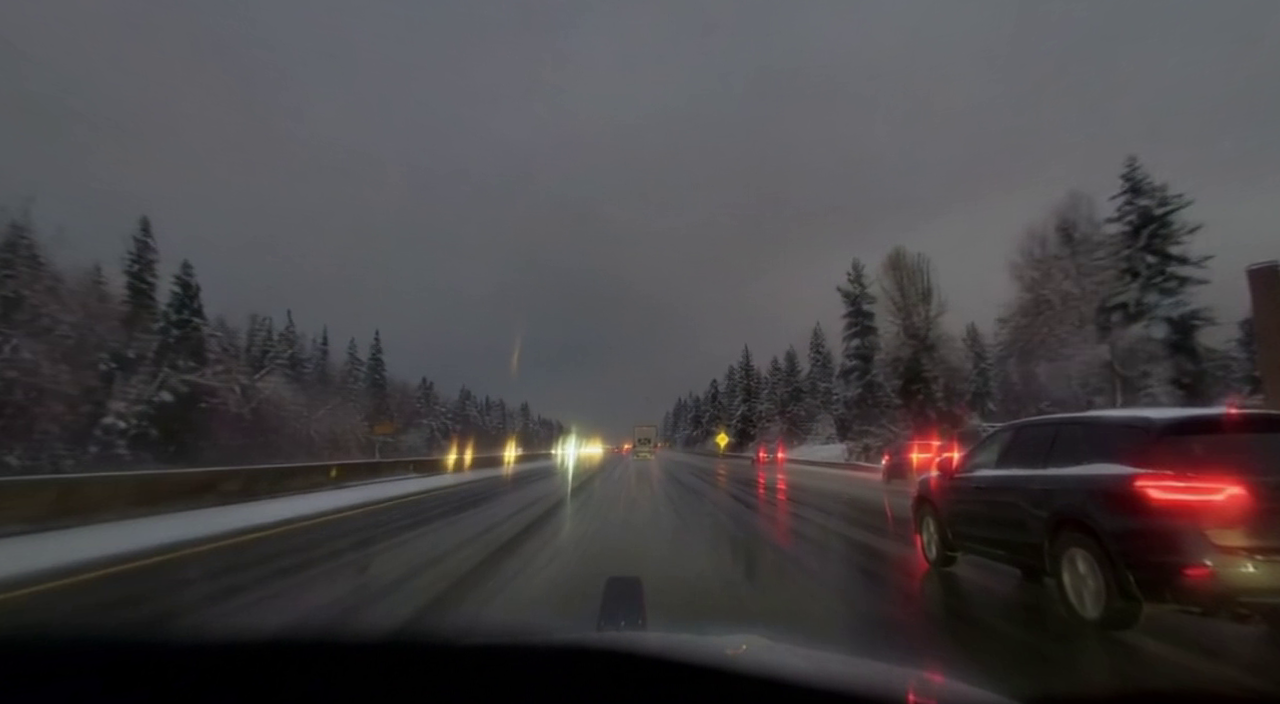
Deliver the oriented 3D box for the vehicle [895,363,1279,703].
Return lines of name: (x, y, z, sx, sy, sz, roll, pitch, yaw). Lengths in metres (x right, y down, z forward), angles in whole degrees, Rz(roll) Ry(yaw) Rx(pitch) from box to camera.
vehicle: (4.024, 1.158, 4.867, 2.008, 1.595, 5.082, 0, -9, 1)

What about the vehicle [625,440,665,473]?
vehicle: (0.256, 5.682, 34.410, 2.015, 1.639, 4.086, 0, -9, 0)
